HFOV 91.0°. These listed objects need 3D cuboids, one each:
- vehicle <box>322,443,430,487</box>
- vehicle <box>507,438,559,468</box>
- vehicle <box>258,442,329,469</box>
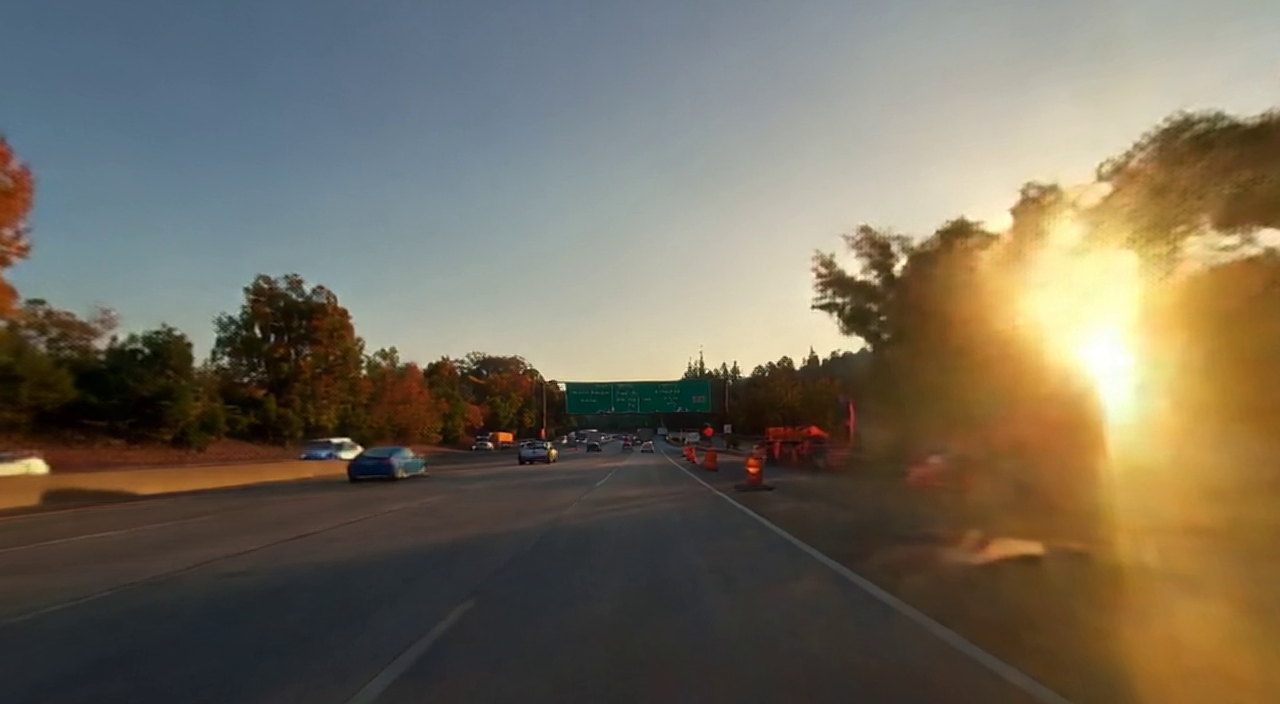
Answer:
[{"bbox_3d":[-9.864,4.236,24.032,2.122,1.511,4.576,0,-9,0],"label":"vehicle"},{"bbox_3d":[-6.560,6.294,39.217,2.402,1.733,4.512,0,-9,1],"label":"vehicle"},{"bbox_3d":[-22.542,6.735,41.165,2.146,1.664,4.276,0,-9,0],"label":"vehicle"}]
